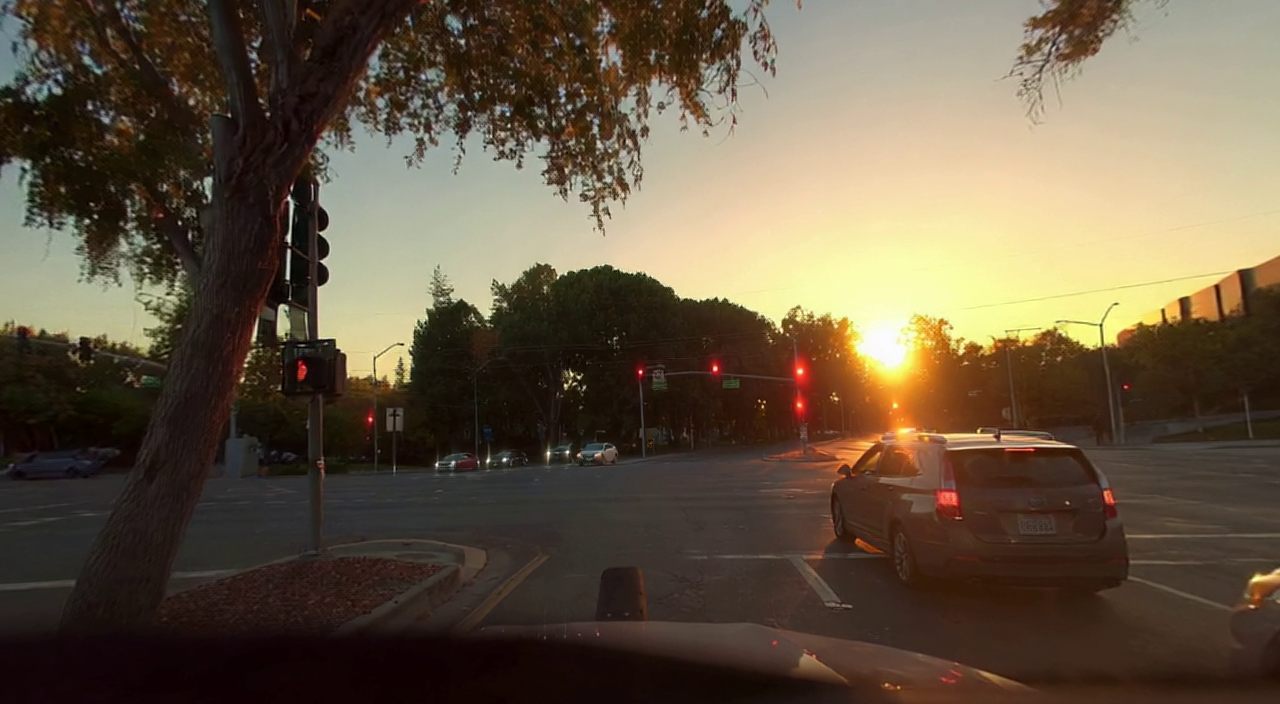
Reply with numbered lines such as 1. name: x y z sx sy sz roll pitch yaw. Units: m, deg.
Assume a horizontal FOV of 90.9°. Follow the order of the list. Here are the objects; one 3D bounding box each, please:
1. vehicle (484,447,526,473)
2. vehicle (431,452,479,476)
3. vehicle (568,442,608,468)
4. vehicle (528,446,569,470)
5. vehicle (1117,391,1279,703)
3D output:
1. vehicle: -9.785 7.836 45.955 2.064 1.725 4.243 0 -9 1
2. vehicle: -13.406 8.148 45.987 2.101 1.637 4.304 0 -9 1
3. vehicle: -3.582 7.210 44.304 2.215 1.732 4.684 -1 -9 2
4. vehicle: -6.551 7.606 45.497 2.126 1.657 4.307 0 -9 2
5. vehicle: 3.051 0.617 0.419 1.978 1.468 4.544 0 -9 2
